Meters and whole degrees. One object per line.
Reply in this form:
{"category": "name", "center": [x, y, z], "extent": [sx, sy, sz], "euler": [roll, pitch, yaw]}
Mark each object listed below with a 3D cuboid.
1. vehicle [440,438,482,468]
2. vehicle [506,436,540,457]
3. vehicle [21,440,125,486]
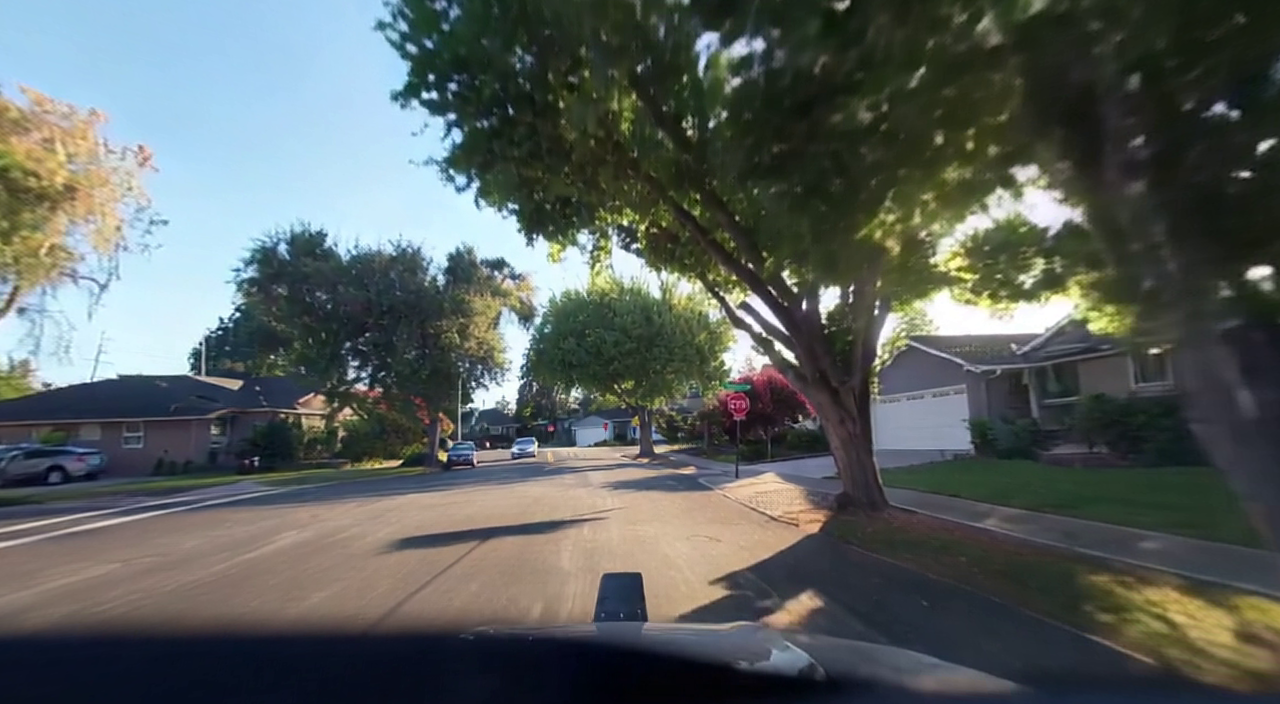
{"category": "vehicle", "center": [-10.397, 5.879, 36.995], "extent": [1.994, 1.656, 4.334], "euler": [2, -9, -12]}
{"category": "vehicle", "center": [-8.792, 7.166, 47.868], "extent": [2.146, 1.506, 4.885], "euler": [1, -8, -7]}
{"category": "vehicle", "center": [-24.210, 4.700, 27.237], "extent": [1.973, 1.787, 5.045], "euler": [4, -9, -27]}
